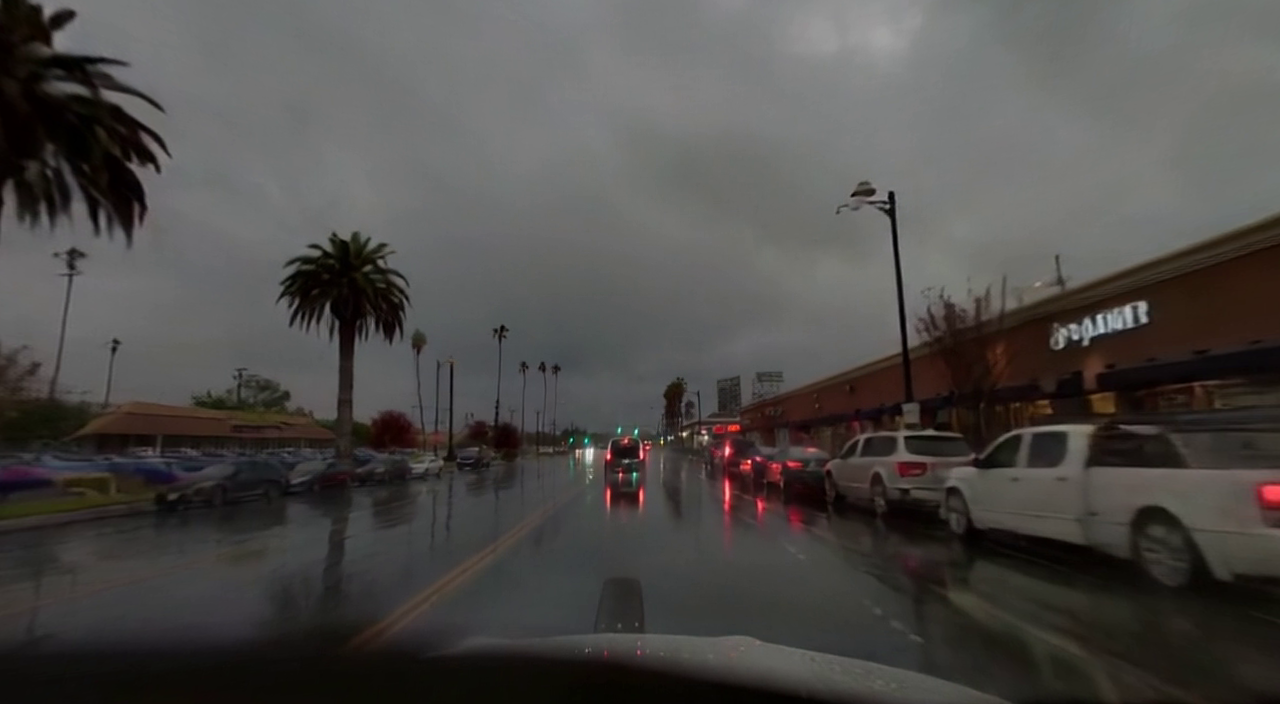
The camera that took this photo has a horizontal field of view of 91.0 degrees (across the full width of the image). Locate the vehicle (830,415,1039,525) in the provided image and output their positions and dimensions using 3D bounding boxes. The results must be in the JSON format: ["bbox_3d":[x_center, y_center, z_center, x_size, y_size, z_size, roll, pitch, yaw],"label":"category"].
[{"bbox_3d":[5.869,2.409,13.404,2.129,1.895,4.671,0,-8,-1],"label":"vehicle"}]

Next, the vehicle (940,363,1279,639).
[{"bbox_3d":[5.724,1.361,6.499,2.430,1.924,5.779,0,-8,0],"label":"vehicle"}]

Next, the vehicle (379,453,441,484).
[{"bbox_3d":[-13.326,6.742,36.771,1.914,1.489,4.523,-4,-8,0],"label":"vehicle"}]

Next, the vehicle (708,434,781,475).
[{"bbox_3d":[5.469,5.458,33.916,2.568,1.974,6.203,0,-8,-3],"label":"vehicle"}]

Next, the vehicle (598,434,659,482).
[{"bbox_3d":[-0.430,4.208,25.235,2.239,1.763,4.096,0,-8,0],"label":"vehicle"}]

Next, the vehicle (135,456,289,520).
[{"bbox_3d":[-13.248,4.178,19.864,1.840,1.521,4.450,-5,-8,-1],"label":"vehicle"}]

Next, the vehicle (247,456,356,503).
[{"bbox_3d":[-13.070,4.898,24.649,1.804,1.441,4.534,-4,-8,0],"label":"vehicle"}]

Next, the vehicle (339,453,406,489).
[{"bbox_3d":[-13.264,5.903,31.442,1.774,1.522,3.699,-3,-8,-1],"label":"vehicle"}]
